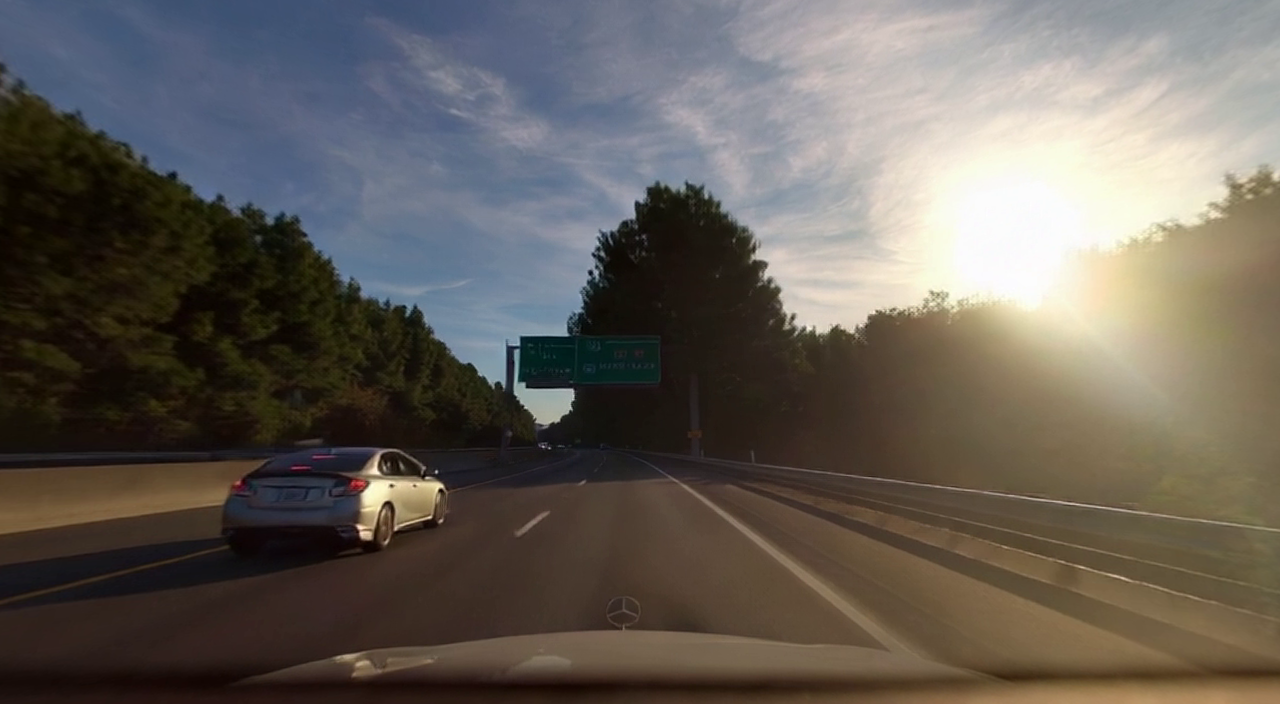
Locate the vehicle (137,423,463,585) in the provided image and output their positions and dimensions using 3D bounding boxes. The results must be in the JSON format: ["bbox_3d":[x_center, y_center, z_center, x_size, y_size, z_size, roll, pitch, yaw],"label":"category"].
[{"bbox_3d":[-3.830,1.768,8.089,1.990,1.532,3.911,0,-9,0],"label":"vehicle"}]
